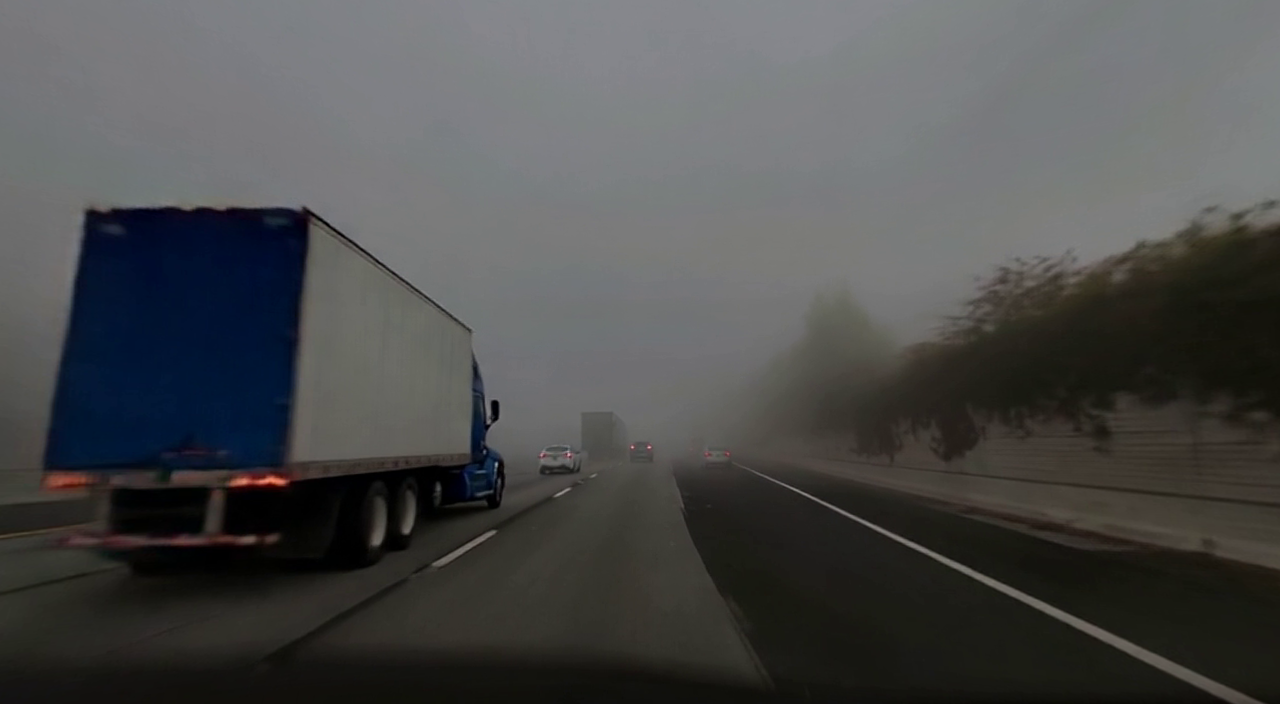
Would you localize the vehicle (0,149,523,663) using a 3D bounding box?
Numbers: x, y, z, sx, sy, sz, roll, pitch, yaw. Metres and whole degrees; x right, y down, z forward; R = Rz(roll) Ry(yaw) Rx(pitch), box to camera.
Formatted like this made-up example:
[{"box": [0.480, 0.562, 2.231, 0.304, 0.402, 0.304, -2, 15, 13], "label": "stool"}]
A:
[{"box": [-3.924, 0.827, 7.957, 3.123, 3.341, 7.669, -1, -8, 2], "label": "vehicle"}]

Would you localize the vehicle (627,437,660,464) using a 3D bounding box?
[{"box": [0.248, 7.249, 46.418, 2.325, 1.864, 4.128, 0, -8, 0], "label": "vehicle"}]

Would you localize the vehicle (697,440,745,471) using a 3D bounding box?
[{"box": [4.169, 5.404, 33.026, 2.176, 1.493, 3.955, -1, -8, 3], "label": "vehicle"}]

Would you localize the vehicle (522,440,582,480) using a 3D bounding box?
[{"box": [-3.773, 4.689, 27.759, 1.866, 1.568, 4.603, 0, -8, 1], "label": "vehicle"}]
